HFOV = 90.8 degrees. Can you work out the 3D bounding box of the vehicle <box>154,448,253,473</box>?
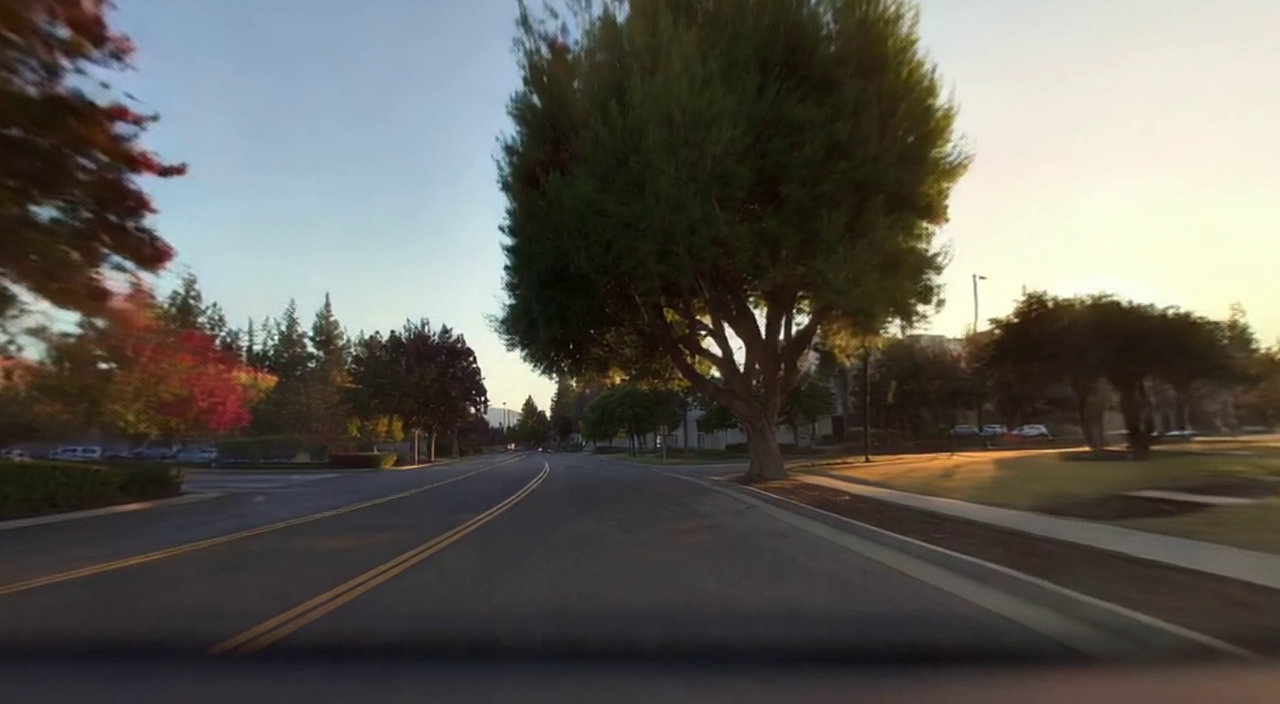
[{"bbox_3d":[-26.754,6.657,38.876,4.527,1.441,2.024,1,-8,-5],"label":"vehicle"}]
